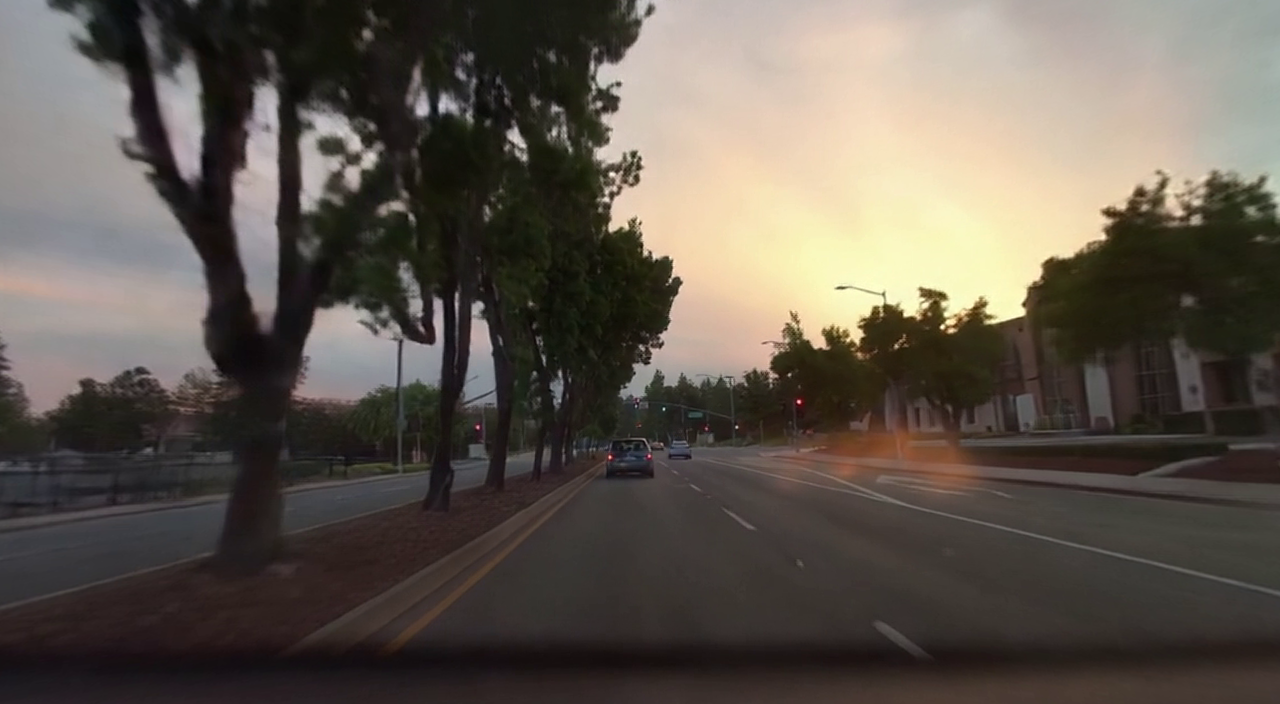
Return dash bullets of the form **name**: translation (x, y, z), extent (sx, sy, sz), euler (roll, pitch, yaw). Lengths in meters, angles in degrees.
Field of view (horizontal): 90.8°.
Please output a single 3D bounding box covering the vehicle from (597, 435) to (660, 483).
- **vehicle**: translation (-0.411, 4.013, 23.948), extent (2.181, 1.639, 4.127), euler (0, -8, 0)
